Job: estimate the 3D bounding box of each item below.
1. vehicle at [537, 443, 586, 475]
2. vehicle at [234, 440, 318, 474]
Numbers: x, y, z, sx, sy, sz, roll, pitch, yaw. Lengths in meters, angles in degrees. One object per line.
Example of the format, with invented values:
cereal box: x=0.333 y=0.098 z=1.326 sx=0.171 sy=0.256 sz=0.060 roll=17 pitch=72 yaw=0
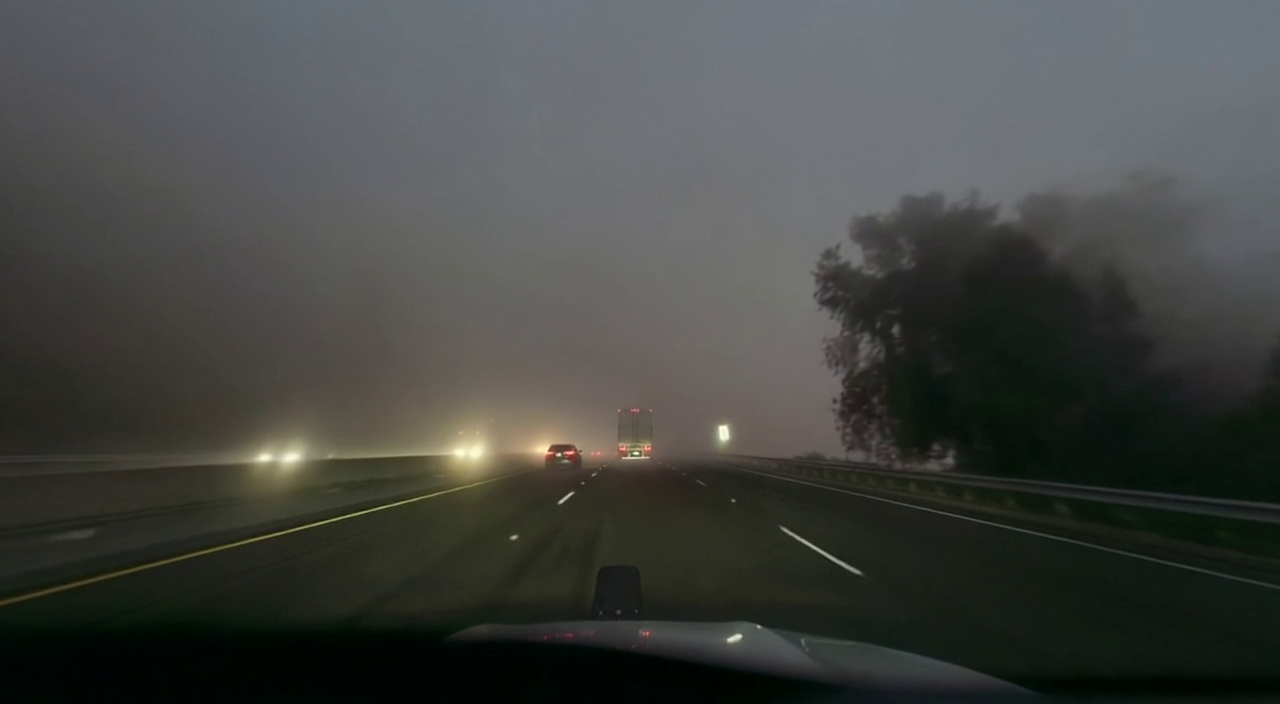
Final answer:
vehicle: x=-4.075 y=5.646 z=33.281 sx=2.057 sy=1.519 sz=4.372 roll=0 pitch=-9 yaw=0
vehicle: x=-17.340 y=5.020 z=30.058 sx=1.784 sy=1.501 sz=3.719 roll=0 pitch=-9 yaw=0
